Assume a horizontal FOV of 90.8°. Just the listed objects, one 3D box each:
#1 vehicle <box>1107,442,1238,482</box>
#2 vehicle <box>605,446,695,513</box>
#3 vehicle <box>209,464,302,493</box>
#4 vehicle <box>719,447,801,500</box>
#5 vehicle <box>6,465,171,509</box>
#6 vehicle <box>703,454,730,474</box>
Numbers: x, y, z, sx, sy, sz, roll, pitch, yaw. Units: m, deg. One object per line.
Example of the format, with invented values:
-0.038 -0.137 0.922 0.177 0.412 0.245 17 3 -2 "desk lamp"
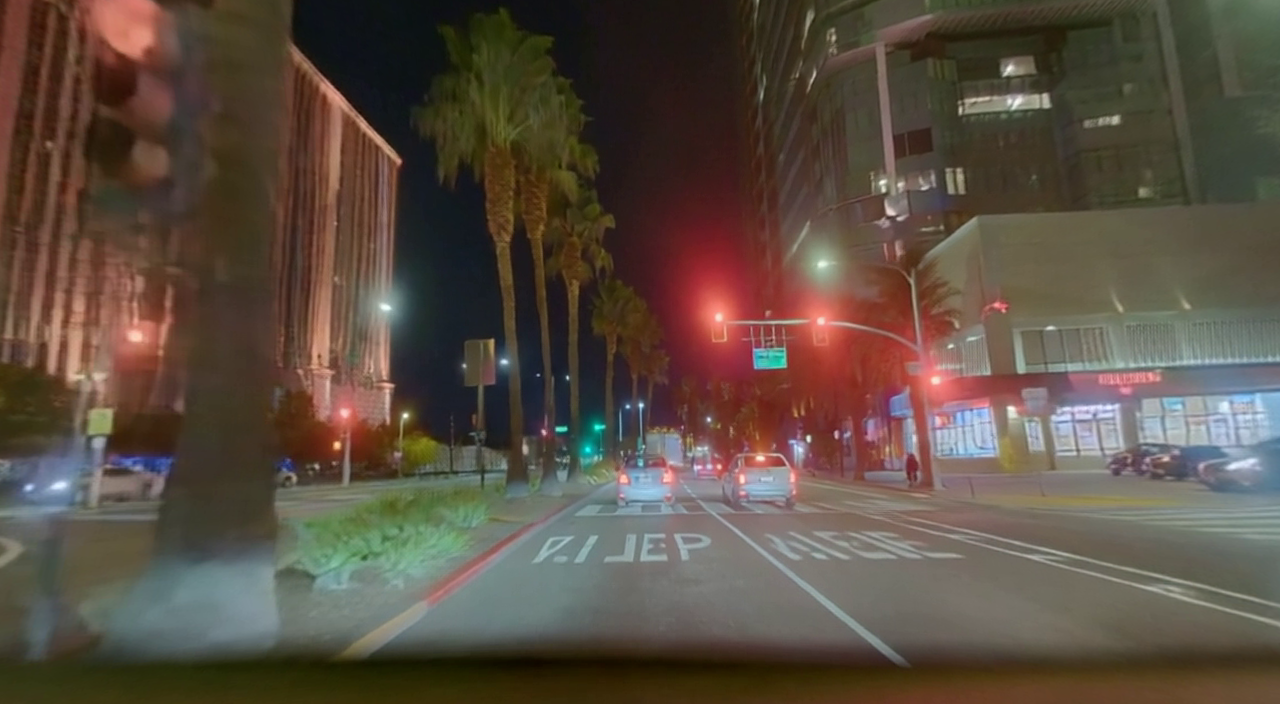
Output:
21.541 4.488 25.866 1.852 1.455 4.673 -2 -9 9 "vehicle"
0.276 3.218 16.302 2.048 1.503 3.681 -1 -9 1 "vehicle"
-22.100 7.268 36.531 1.809 1.472 4.601 -3 -10 13 "vehicle"
3.690 3.807 20.069 1.909 1.500 3.524 0 -9 0 "vehicle"
-21.580 5.265 25.048 1.844 1.478 4.618 -2 -10 13 "vehicle"
6.048 8.788 49.560 2.013 1.465 3.800 -2 -9 8 "vehicle"
